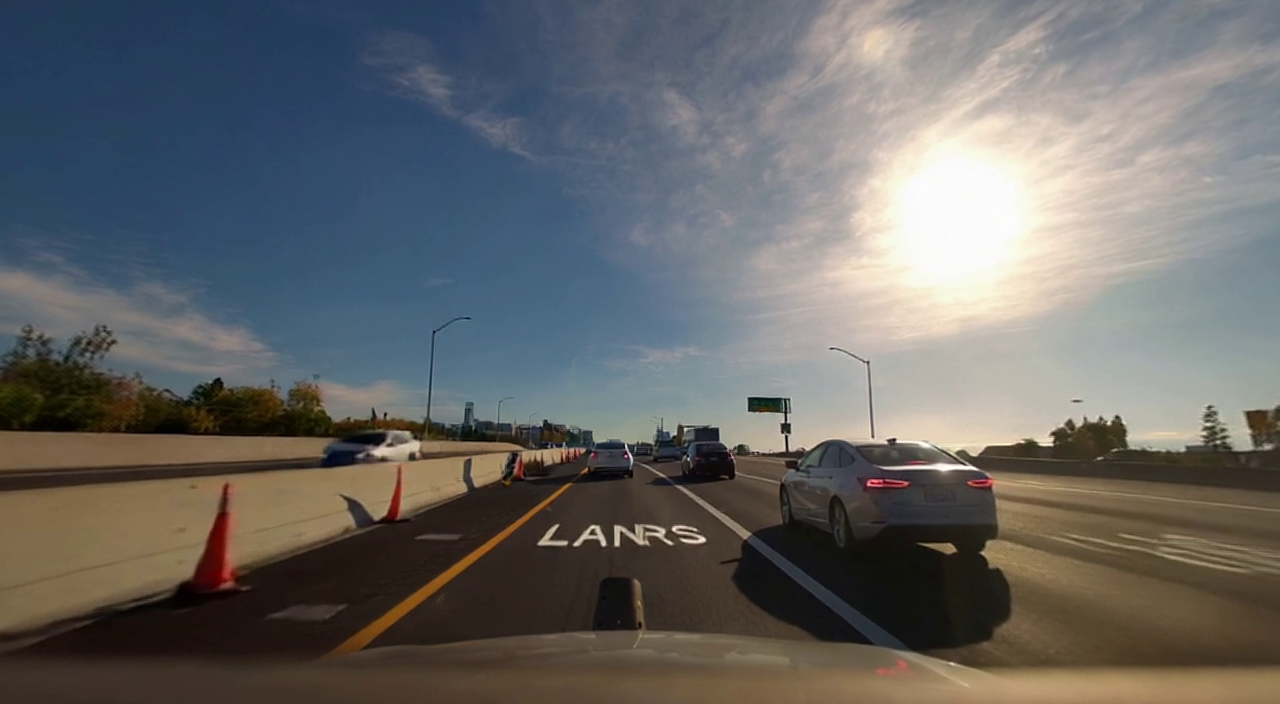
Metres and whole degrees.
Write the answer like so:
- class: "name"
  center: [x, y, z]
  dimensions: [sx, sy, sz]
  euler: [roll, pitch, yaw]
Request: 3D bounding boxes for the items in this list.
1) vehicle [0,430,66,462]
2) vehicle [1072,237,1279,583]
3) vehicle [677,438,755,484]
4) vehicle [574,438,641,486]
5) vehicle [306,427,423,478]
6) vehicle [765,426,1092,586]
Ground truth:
- class: "vehicle"
  center: [-32.650, 4.865, 32.653]
  dimensions: [1.885, 1.550, 4.330]
  euler: [0, -8, -2]
- class: "vehicle"
  center: [7.744, 0.741, 7.777]
  dimensions: [2.575, 3.519, 2.984]
  euler: [-1, -8, 4]
- class: "vehicle"
  center: [2.587, 3.843, 22.585]
  dimensions: [2.042, 1.460, 4.451]
  euler: [0, -8, -2]
- class: "vehicle"
  center: [-1.049, 3.726, 21.673]
  dimensions: [2.069, 1.470, 4.004]
  euler: [0, -8, -2]
- class: "vehicle"
  center: [-9.370, 3.469, 21.944]
  dimensions: [2.007, 1.555, 4.466]
  euler: [0, -9, 1]
- class: "vehicle"
  center: [3.101, 1.738, 8.025]
  dimensions: [1.996, 1.455, 4.281]
  euler: [0, -8, -2]
